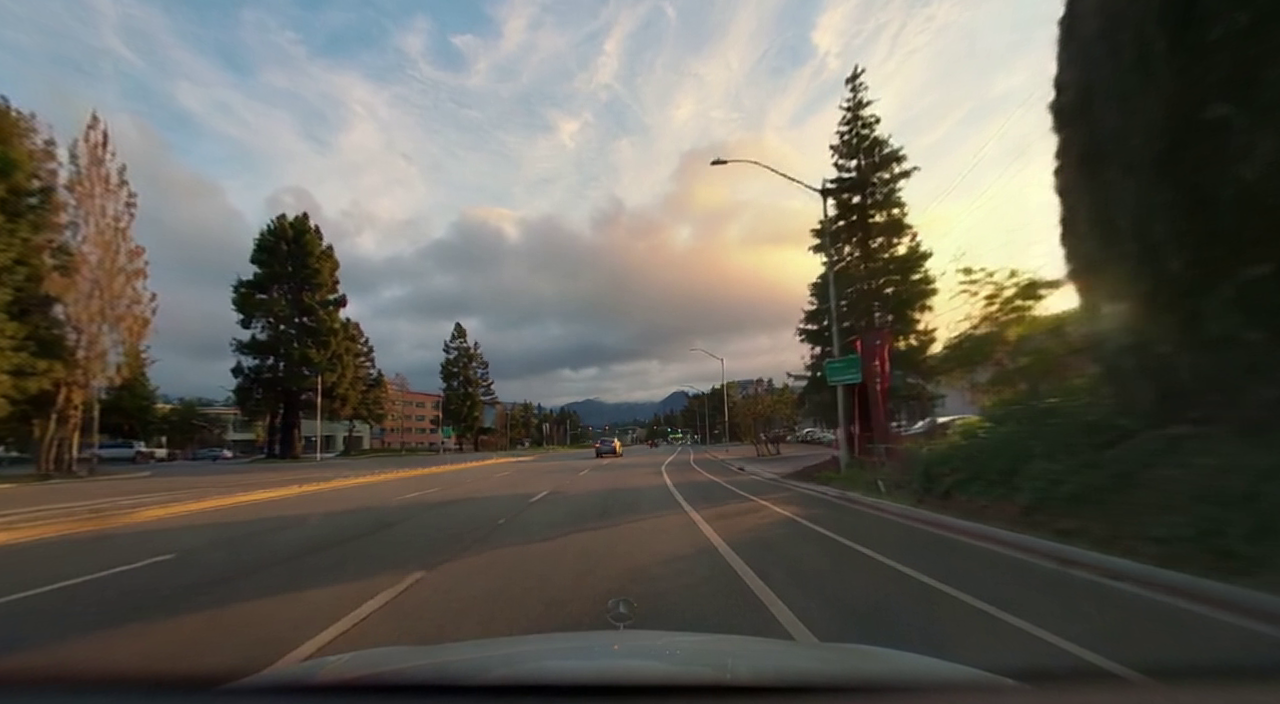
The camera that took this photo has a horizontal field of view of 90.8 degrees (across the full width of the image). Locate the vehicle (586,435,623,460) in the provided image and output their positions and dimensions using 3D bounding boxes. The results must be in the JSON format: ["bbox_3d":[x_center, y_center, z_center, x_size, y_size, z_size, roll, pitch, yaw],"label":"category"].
[{"bbox_3d":[-2.406,6.684,44.079,2.121,1.654,3.993,-1,-8,3],"label":"vehicle"}]
